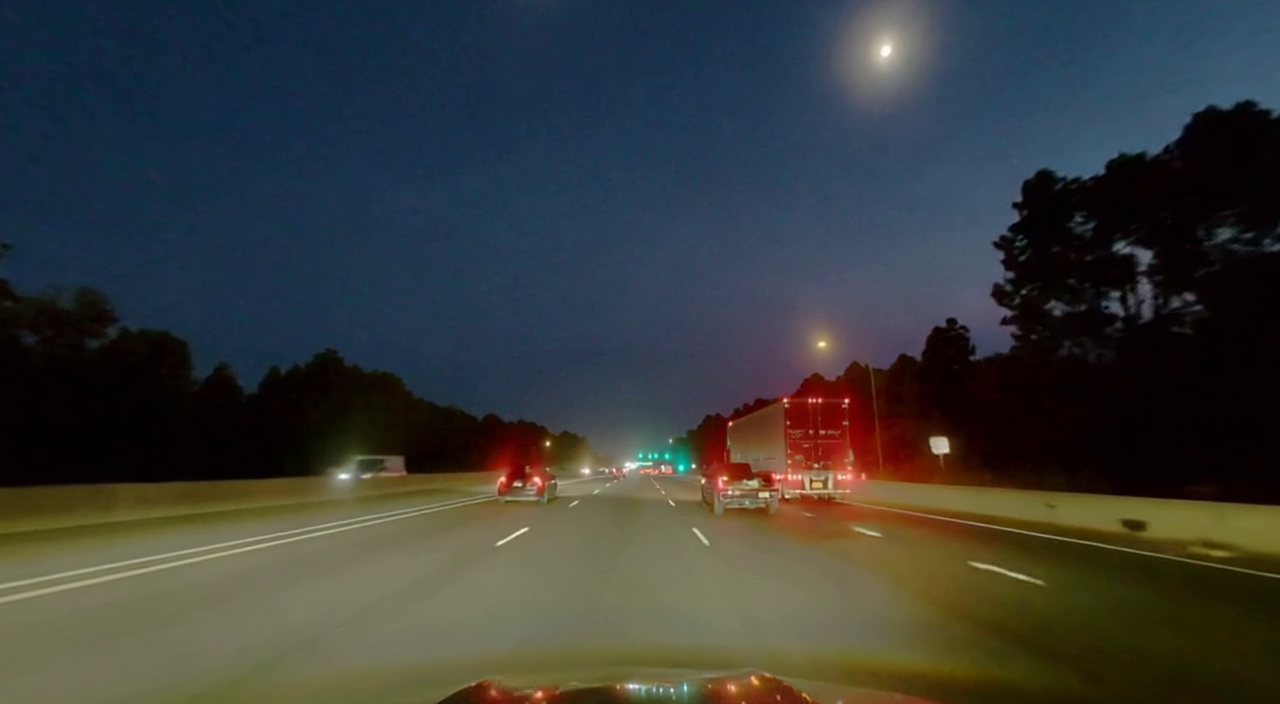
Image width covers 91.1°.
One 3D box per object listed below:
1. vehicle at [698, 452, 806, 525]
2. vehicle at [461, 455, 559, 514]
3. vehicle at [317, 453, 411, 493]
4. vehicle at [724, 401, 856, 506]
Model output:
[{"bbox_3d":[2.886,3.678,17.309,2.050,1.708,4.457,1,-10,-1],"label":"vehicle"},{"bbox_3d":[-3.812,3.973,19.175,2.025,1.547,4.150,1,-10,1],"label":"vehicle"},{"bbox_3d":[-12.093,5.340,27.926,1.999,1.570,4.653,1,-10,0],"label":"vehicle"},{"bbox_3d":[7.151,5.600,33.845,2.883,4.151,17.144,1,-10,0],"label":"vehicle"}]
